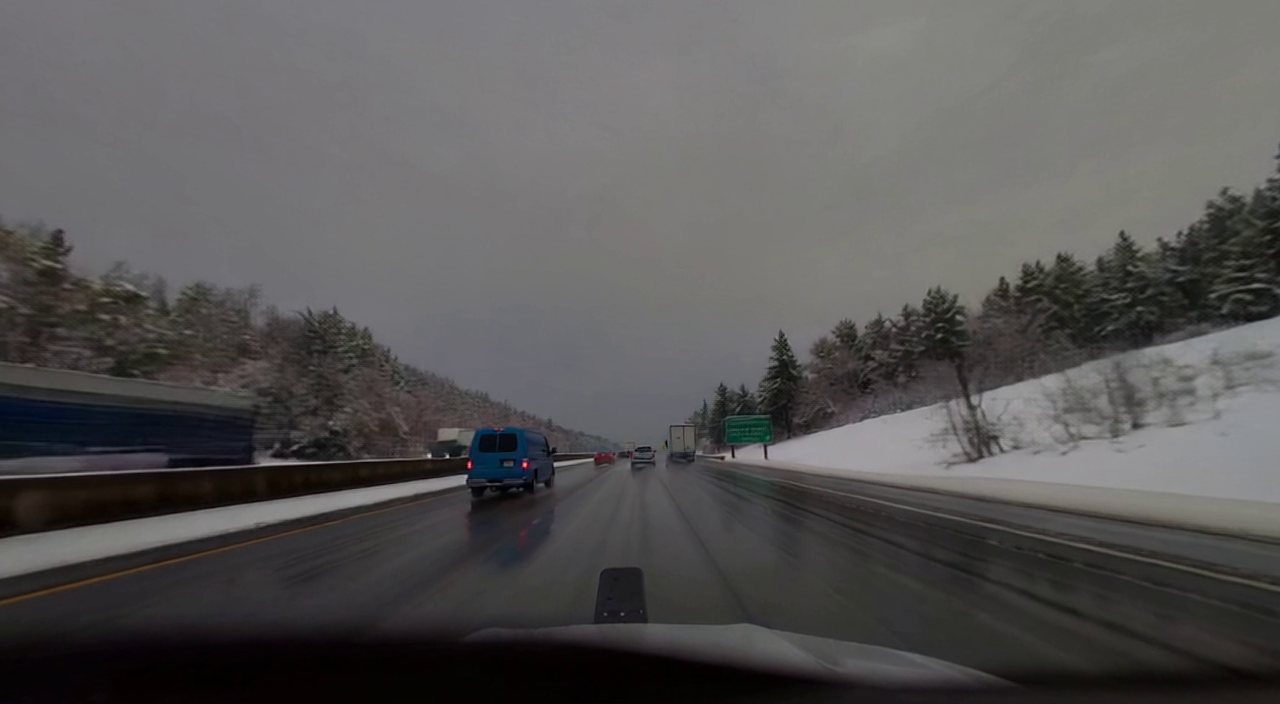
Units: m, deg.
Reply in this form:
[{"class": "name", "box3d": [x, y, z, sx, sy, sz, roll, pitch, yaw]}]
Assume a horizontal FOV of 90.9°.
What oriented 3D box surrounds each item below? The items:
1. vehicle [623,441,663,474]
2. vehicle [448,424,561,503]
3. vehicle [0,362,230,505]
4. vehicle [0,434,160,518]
[{"class": "vehicle", "box3d": [0.171, 6.255, 37.405, 2.209, 1.825, 4.036, 0, -9, 0]}, {"class": "vehicle", "box3d": [-3.794, 3.254, 18.705, 2.167, 1.991, 5.062, 0, -9, 1]}, {"class": "vehicle", "box3d": [-19.828, 2.749, 20.674, 2.991, 4.059, 14.361, 0, -9, 0]}, {"class": "vehicle", "box3d": [-15.061, 3.076, 16.100, 1.871, 1.823, 4.704, 0, -9, -1]}]
